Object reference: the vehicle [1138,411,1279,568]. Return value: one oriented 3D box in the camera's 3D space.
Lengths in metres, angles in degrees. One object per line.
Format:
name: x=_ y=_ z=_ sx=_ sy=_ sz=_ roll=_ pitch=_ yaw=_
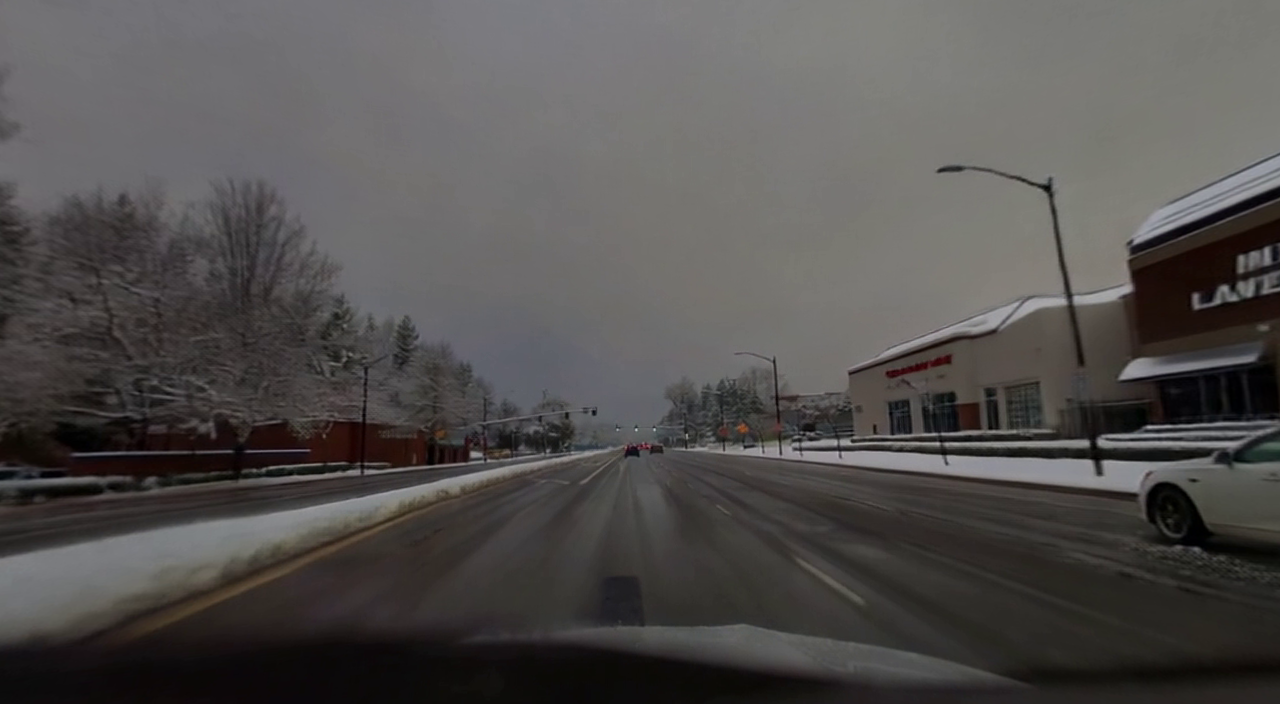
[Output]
vehicle: x=7.699 y=1.386 z=6.249 sx=1.918 sy=1.632 sz=4.368 roll=0 pitch=-8 yaw=0
